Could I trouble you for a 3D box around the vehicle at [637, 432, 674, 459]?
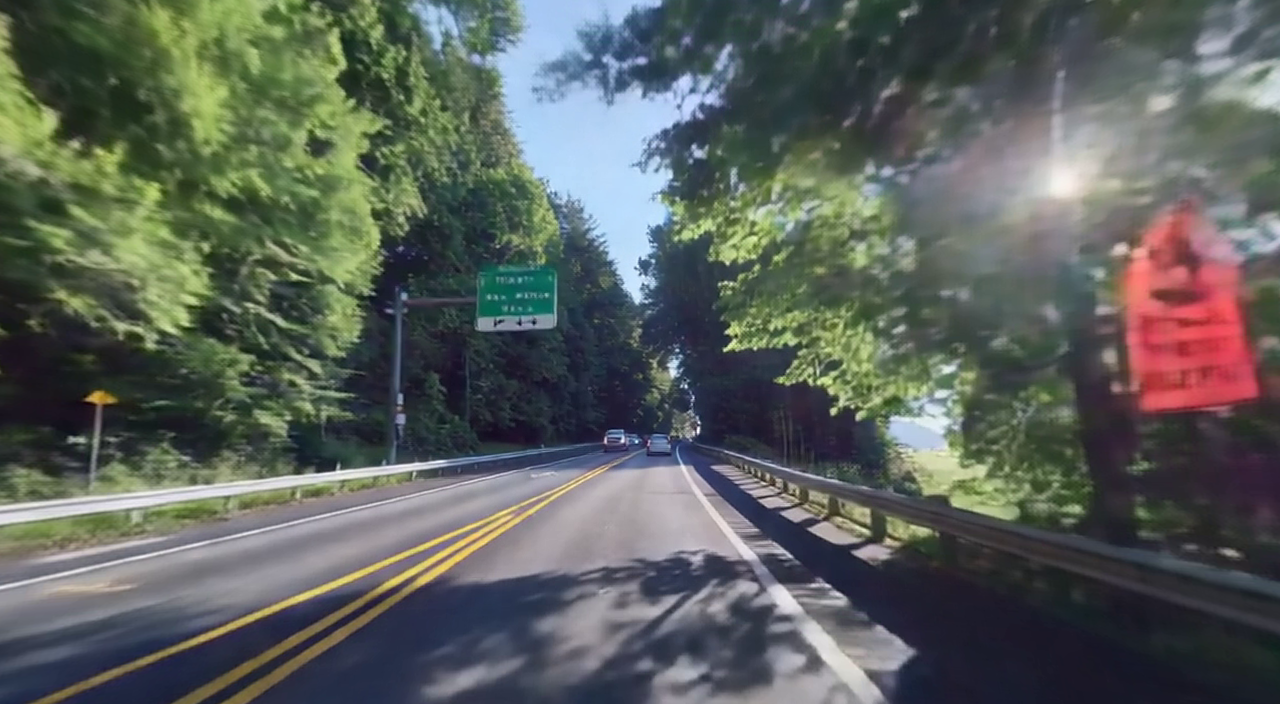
[{"bbox_3d":[0.942,5.482,37.069,2.067,1.486,3.861,-1,-9,3],"label":"vehicle"}]
